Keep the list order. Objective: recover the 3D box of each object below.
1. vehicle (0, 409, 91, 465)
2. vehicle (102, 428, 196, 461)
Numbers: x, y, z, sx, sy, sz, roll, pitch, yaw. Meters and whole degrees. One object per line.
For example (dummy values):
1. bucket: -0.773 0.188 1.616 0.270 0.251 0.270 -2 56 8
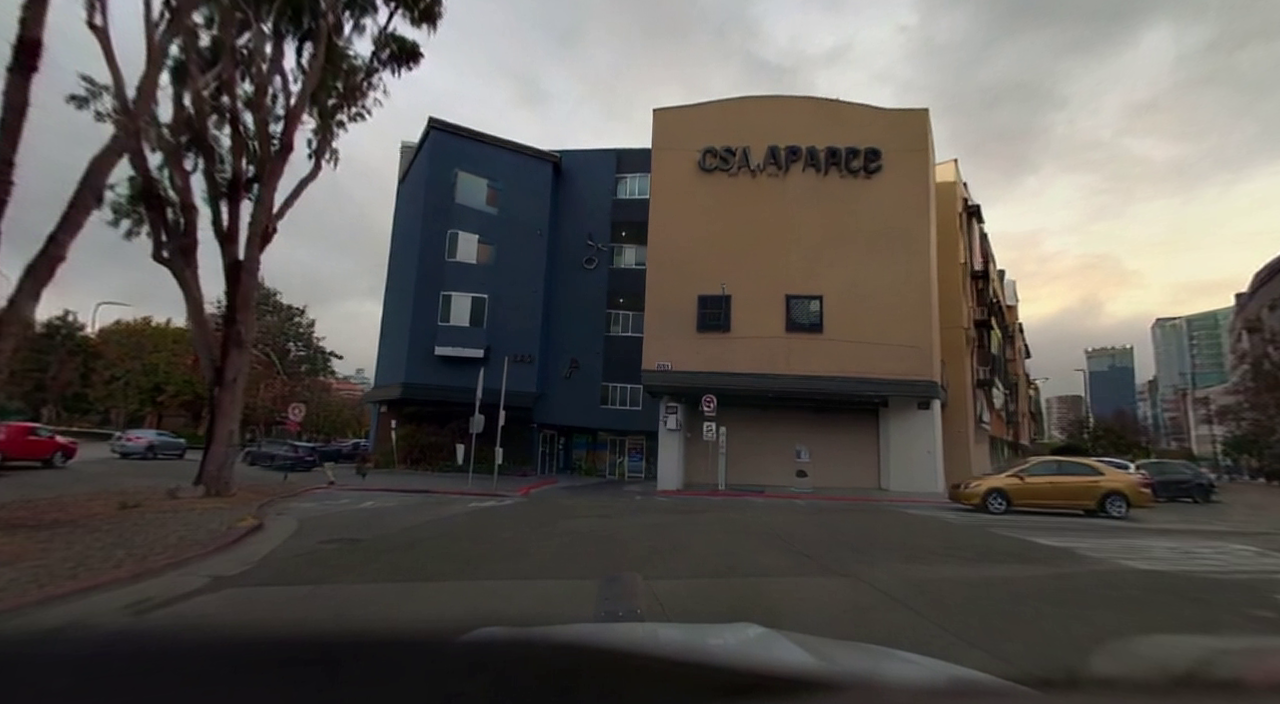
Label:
1. vehicle: -22.251 3.130 22.561 1.675 1.587 3.980 -3 -12 -4
2. vehicle: -25.648 4.806 33.042 1.870 1.563 4.039 -2 -7 -3
